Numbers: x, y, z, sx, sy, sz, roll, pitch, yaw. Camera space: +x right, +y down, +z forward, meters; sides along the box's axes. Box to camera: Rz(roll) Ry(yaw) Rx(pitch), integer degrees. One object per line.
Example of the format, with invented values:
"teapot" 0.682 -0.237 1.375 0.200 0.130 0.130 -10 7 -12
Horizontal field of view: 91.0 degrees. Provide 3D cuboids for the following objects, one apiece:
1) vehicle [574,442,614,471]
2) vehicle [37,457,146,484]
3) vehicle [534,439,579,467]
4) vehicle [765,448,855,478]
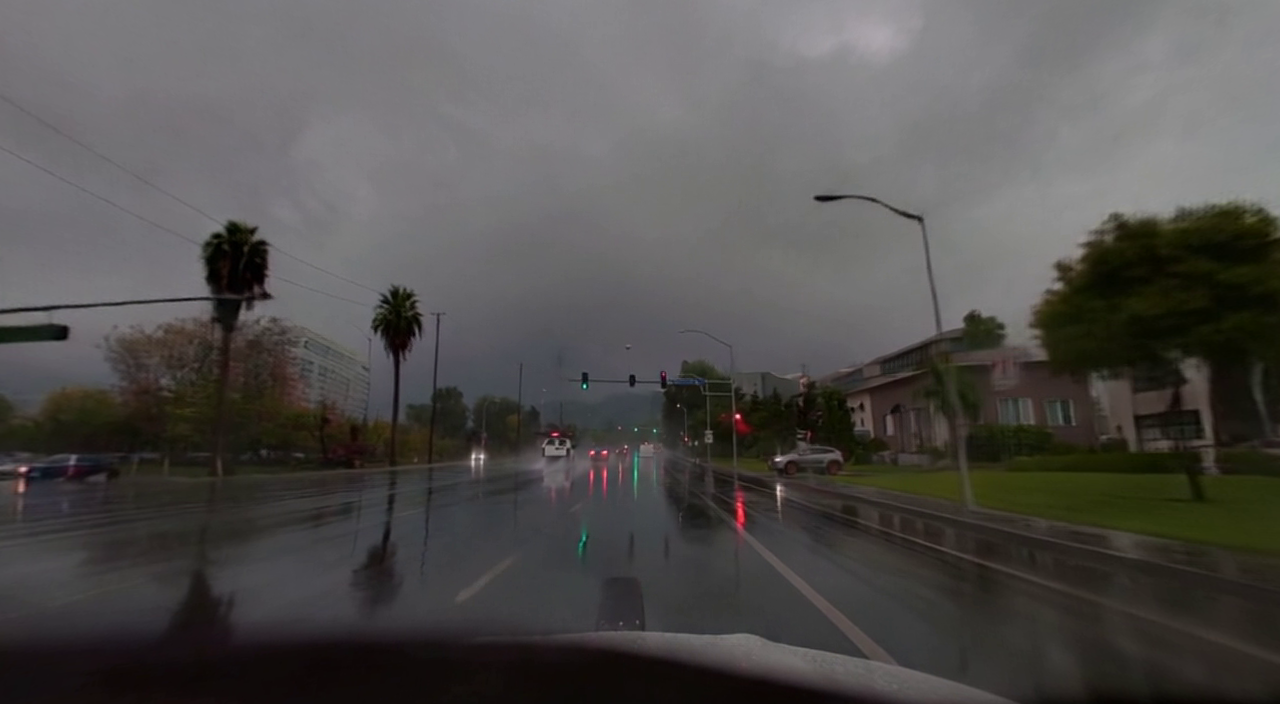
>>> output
"vehicle" -2.972 6.910 41.745 2.116 1.806 4.516 0 -9 2
"vehicle" -34.121 7.378 39.279 4.808 1.529 1.979 1 -9 -3
"vehicle" -6.418 7.891 49.235 2.457 2.010 6.330 0 -9 1
"vehicle" 9.101 5.978 34.031 4.509 1.520 1.952 -1 -9 11
